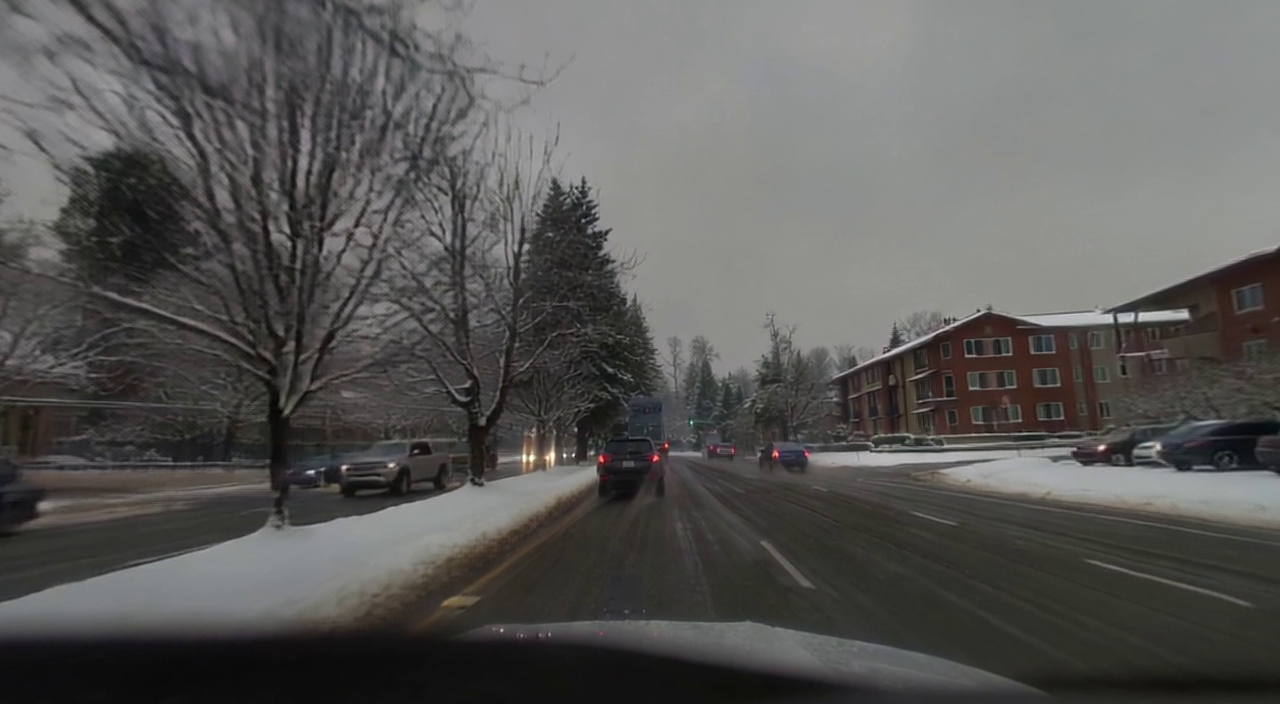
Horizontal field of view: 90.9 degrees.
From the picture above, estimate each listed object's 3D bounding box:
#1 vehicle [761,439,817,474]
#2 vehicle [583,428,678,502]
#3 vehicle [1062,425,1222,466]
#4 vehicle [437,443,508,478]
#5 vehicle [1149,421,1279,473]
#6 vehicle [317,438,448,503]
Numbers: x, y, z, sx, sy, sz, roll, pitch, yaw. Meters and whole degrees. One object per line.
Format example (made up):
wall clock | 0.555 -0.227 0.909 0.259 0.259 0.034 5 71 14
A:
vehicle | 7.677 5.419 32.901 1.971 1.722 4.341 0 -9 1
vehicle | -0.156 3.149 17.980 2.332 1.798 4.546 0 -8 2
vehicle | 19.317 3.631 24.427 4.474 1.524 1.893 -1 -9 3
vehicle | -9.891 6.454 37.891 2.238 1.906 6.264 -1 -8 3
vehicle | 18.587 2.897 19.223 4.292 1.496 1.984 0 -9 1
vehicle | -7.860 3.629 19.848 2.119 1.778 4.760 0 -9 0
